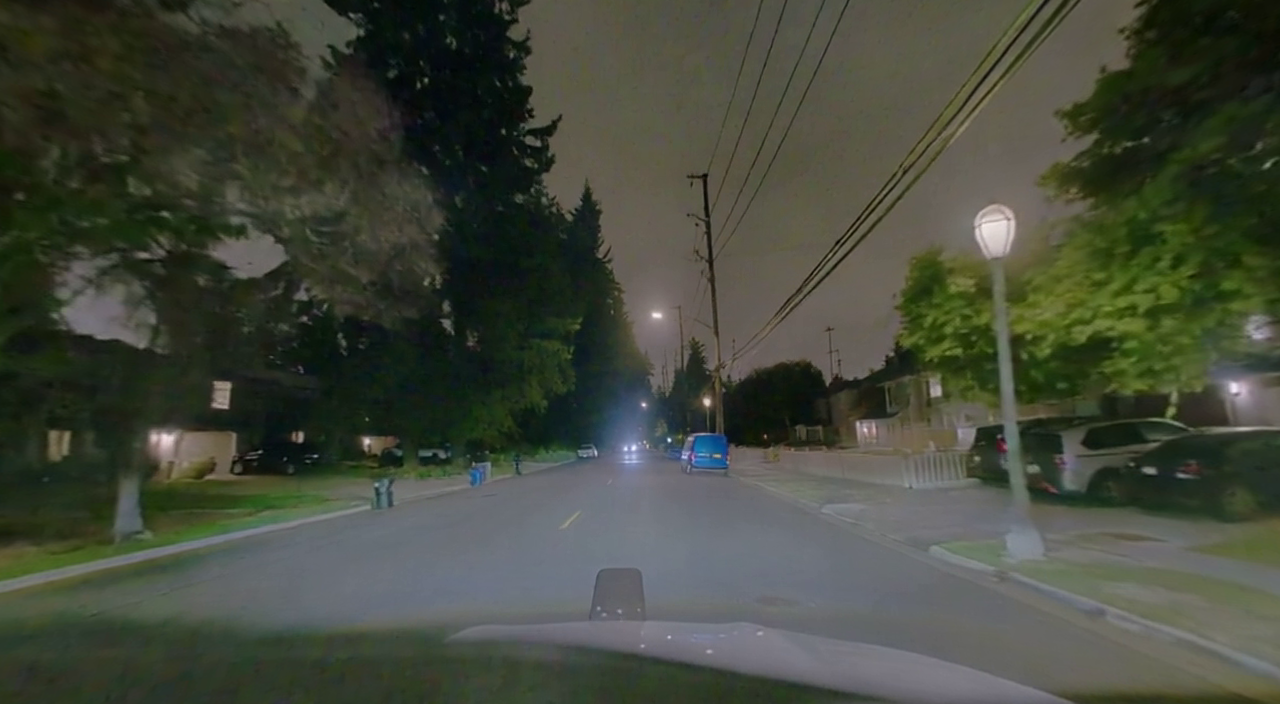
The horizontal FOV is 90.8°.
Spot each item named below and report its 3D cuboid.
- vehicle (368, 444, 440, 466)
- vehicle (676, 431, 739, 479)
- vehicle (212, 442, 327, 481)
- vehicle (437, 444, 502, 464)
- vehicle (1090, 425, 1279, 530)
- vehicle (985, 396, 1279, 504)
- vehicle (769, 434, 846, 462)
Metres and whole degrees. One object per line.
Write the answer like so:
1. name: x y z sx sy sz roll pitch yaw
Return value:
1. vehicle: -17.863 7.823 48.059 4.615 1.482 2.073 1 -7 0
2. vehicle: 3.098 4.870 30.226 2.311 2.069 5.156 0 -8 -1
3. vehicle: -18.276 5.389 31.328 4.414 1.731 2.008 -1 -8 -3
4. vehicle: -12.989 7.816 48.345 4.443 1.475 1.932 1 -8 -2
5. vehicle: 9.884 1.899 9.870 4.125 1.461 1.984 0 -8 1
6. vehicle: 10.349 1.994 13.068 5.030 1.915 2.221 -2 -7 2
7. vehicle: 11.261 6.475 42.629 4.602 1.799 1.859 0 -8 -1
